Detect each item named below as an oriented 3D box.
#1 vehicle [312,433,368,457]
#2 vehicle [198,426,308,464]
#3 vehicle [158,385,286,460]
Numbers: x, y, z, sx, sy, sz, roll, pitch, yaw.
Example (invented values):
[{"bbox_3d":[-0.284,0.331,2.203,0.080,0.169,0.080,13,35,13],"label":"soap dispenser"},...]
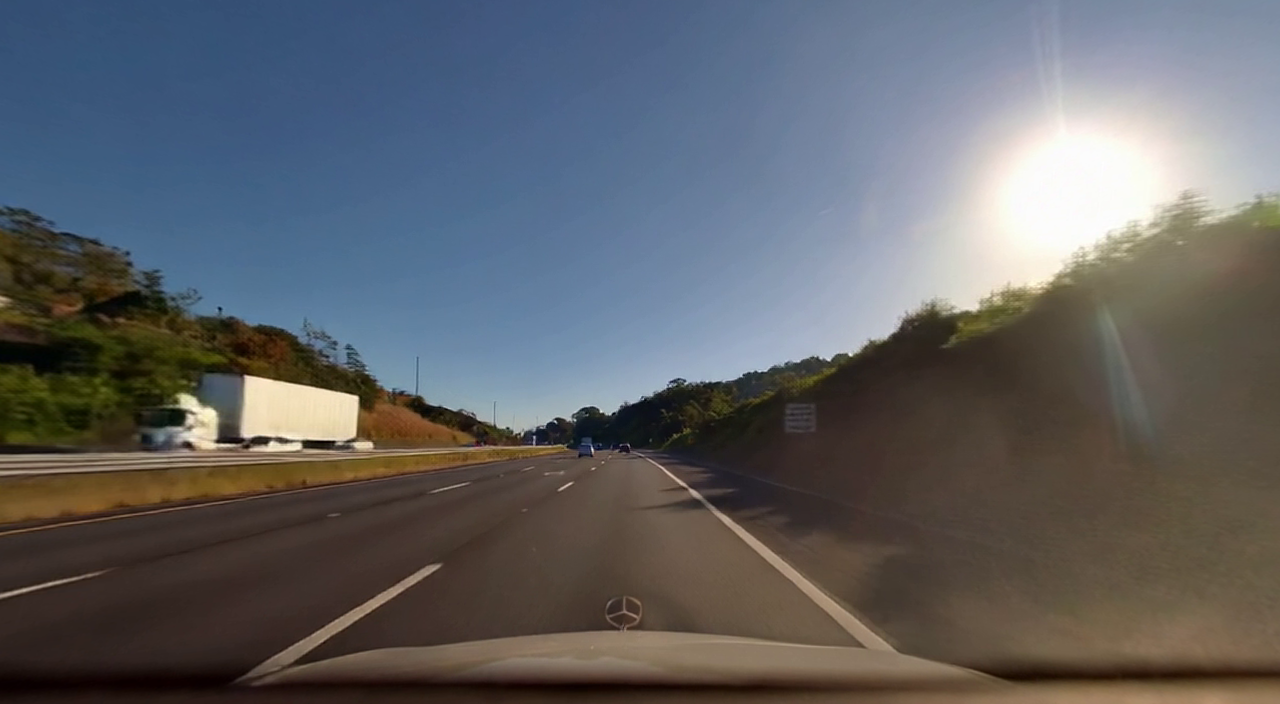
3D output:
[{"bbox_3d":[-19.973,6.238,42.155,1.881,1.480,3.938,0,-9,-1],"label":"vehicle"},{"bbox_3d":[-16.384,3.999,27.033,1.890,1.485,4.491,0,-9,-1],"label":"vehicle"},{"bbox_3d":[-23.807,4.209,36.464,3.000,3.916,6.299,0,-9,-1],"label":"vehicle"}]
